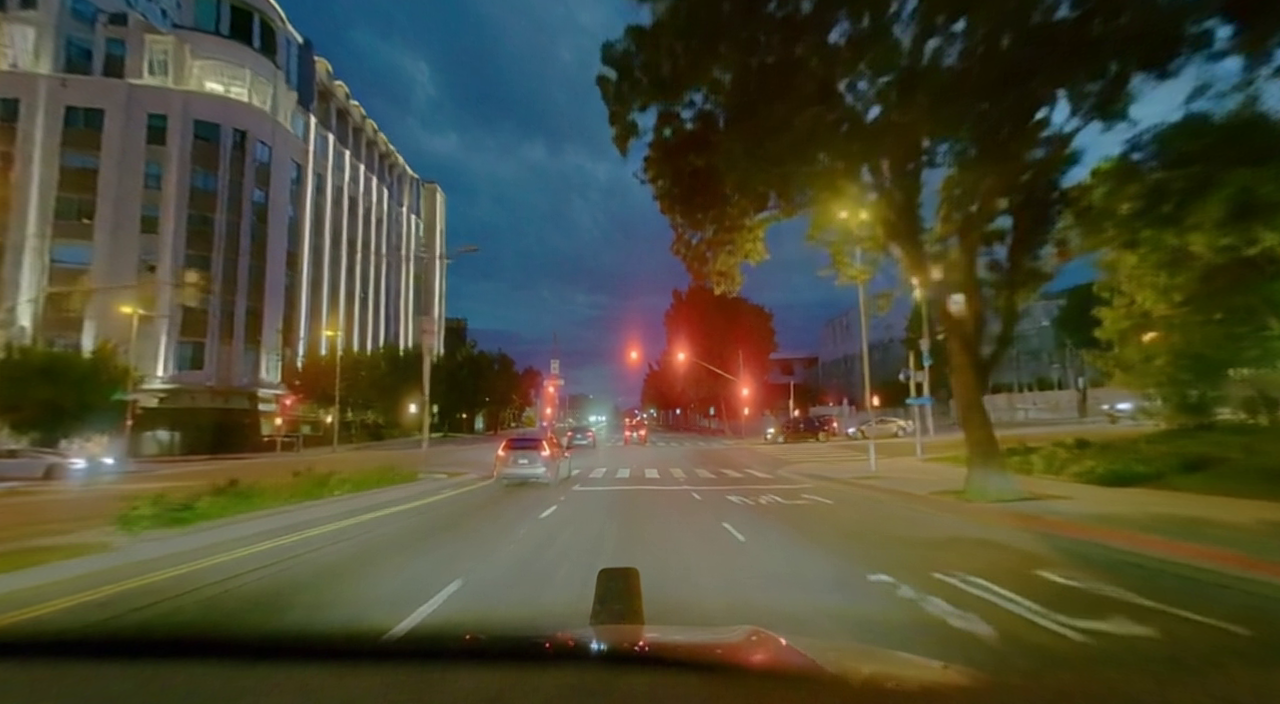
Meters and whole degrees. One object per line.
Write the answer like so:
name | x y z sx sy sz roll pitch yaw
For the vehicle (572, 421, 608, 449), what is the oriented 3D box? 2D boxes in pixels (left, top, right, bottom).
vehicle | -3.424 5.849 44.279 2.152 1.802 4.628 0 -8 0

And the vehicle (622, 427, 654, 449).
vehicle | -0.170 6.032 44.252 2.095 1.438 3.843 0 -8 -1

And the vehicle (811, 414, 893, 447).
vehicle | 13.158 4.877 39.427 4.328 1.742 1.942 -3 -5 -1

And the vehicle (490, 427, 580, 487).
vehicle | -3.287 3.401 20.738 2.116 1.725 4.315 0 -8 1

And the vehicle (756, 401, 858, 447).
vehicle | 11.766 5.109 44.808 6.233 2.668 2.627 -4 -8 -3
